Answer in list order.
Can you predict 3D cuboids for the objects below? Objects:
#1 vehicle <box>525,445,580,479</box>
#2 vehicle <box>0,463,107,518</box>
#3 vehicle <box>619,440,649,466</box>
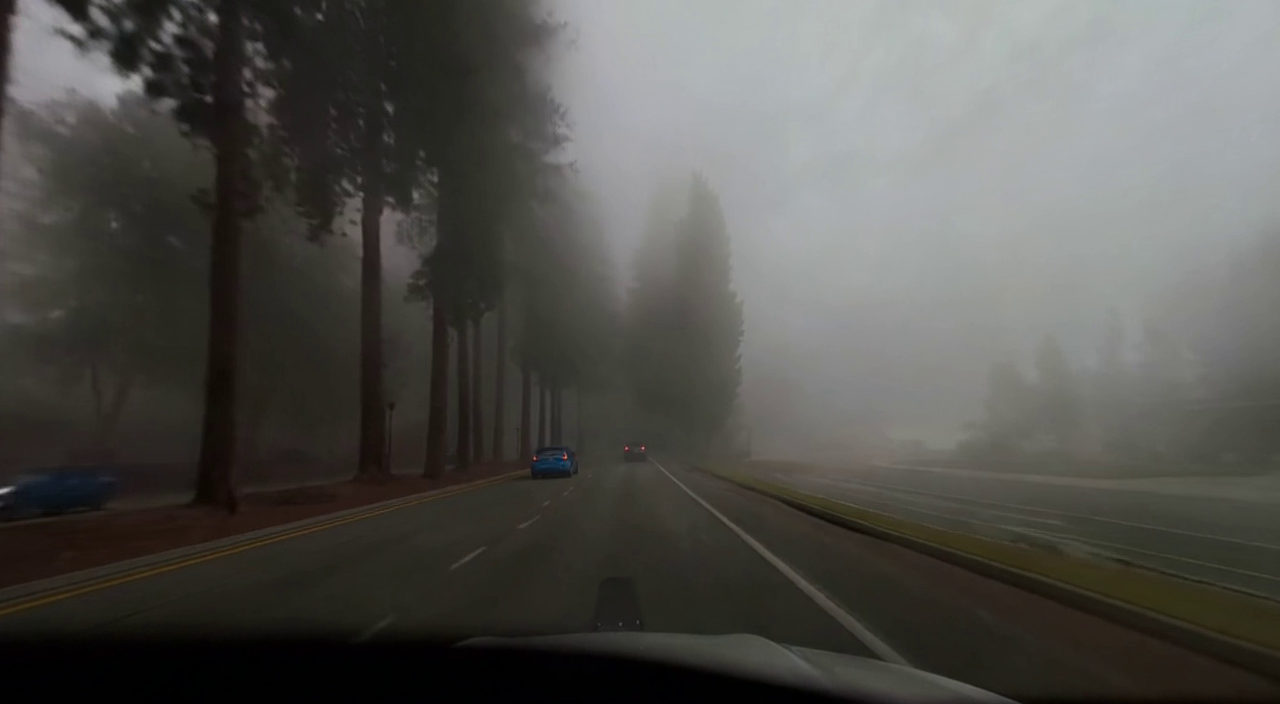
[{"bbox_3d":[-3.942,5.006,29.056,1.917,1.448,4.178,0,-8,0],"label":"vehicle"},{"bbox_3d":[-19.920,4.362,20.082,1.872,1.479,4.643,0,-8,0],"label":"vehicle"},{"bbox_3d":[-0.436,7.283,45.738,2.018,1.769,3.897,0,-8,-1],"label":"vehicle"}]
